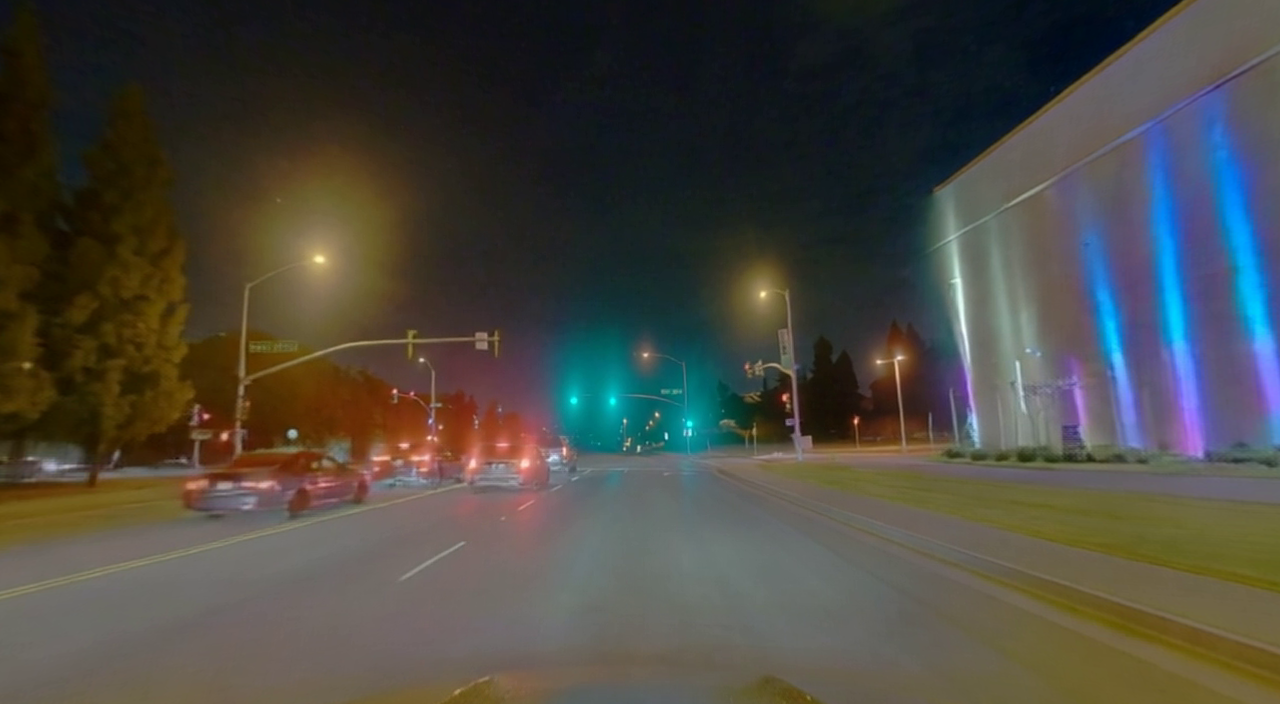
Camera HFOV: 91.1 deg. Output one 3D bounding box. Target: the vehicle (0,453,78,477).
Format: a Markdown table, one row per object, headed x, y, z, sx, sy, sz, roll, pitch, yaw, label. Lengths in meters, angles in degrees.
| x | y | z | sx | sy | sz | roll | pitch | yaw | label |
| --- | --- | --- | --- | --- | --- | --- | --- | --- | --- |
| -44.111 | 8.182 | 45.576 | 4.570 | 1.714 | 1.969 | 0 | -9 | -2 | vehicle |

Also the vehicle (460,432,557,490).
| x | y | z | sx | sy | sz | roll | pitch | yaw | label |
| --- | --- | --- | --- | --- | --- | --- | --- | --- | --- |
| -3.986 | 3.399 | 19.864 | 2.043 | 1.636 | 4.320 | 0 | -9 | 1 | vehicle |

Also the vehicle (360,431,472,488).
| x | y | z | sx | sy | sz | roll | pitch | yaw | label |
| --- | --- | --- | --- | --- | --- | --- | --- | --- | --- |
| -7.862 | 3.830 | 22.645 | 2.152 | 1.813 | 4.751 | 0 | -9 | 2 | vehicle |

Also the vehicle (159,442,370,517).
| x | y | z | sx | sy | sz | roll | pitch | yaw | label |
| --- | --- | --- | --- | --- | --- | --- | --- | --- | --- |
| -8.261 | 2.813 | 14.458 | 2.030 | 1.440 | 4.464 | 0 | -9 | 1 | vehicle |
